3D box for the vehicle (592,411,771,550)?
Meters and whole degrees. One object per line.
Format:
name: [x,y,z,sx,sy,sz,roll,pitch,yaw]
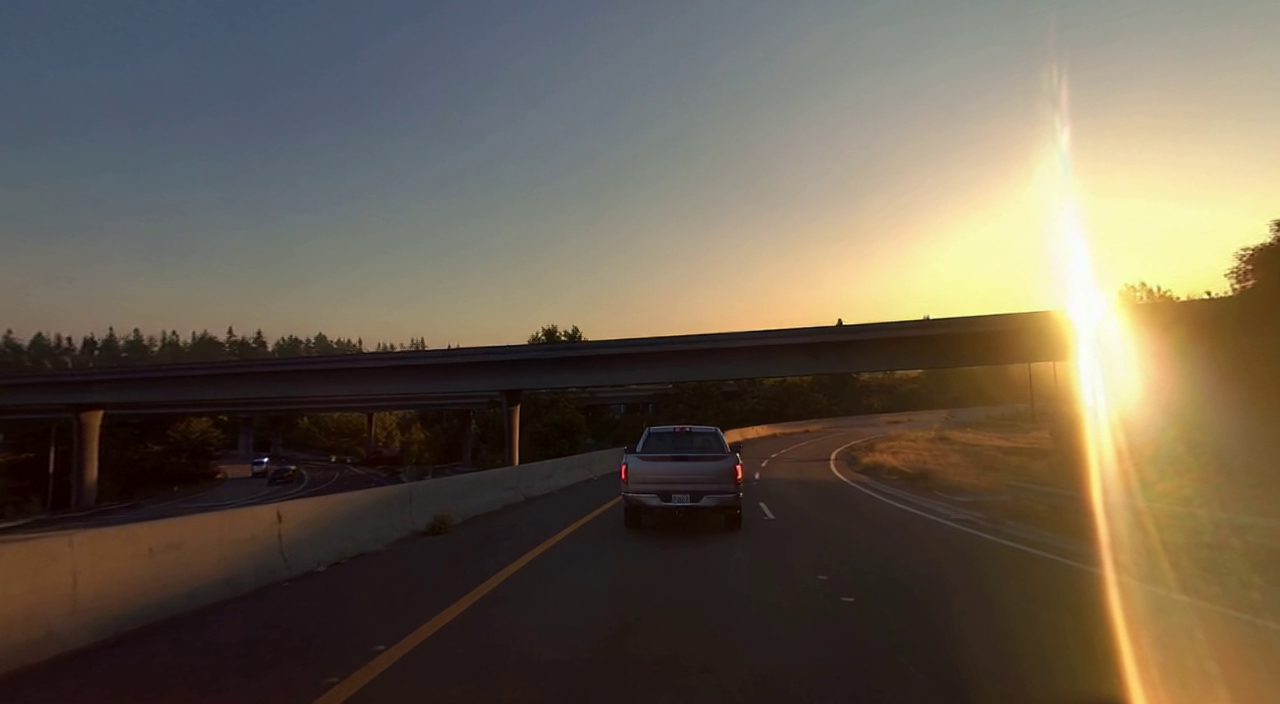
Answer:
vehicle: [0.695,1.935,10.177,2.235,1.716,4.435,-1,-8,5]
